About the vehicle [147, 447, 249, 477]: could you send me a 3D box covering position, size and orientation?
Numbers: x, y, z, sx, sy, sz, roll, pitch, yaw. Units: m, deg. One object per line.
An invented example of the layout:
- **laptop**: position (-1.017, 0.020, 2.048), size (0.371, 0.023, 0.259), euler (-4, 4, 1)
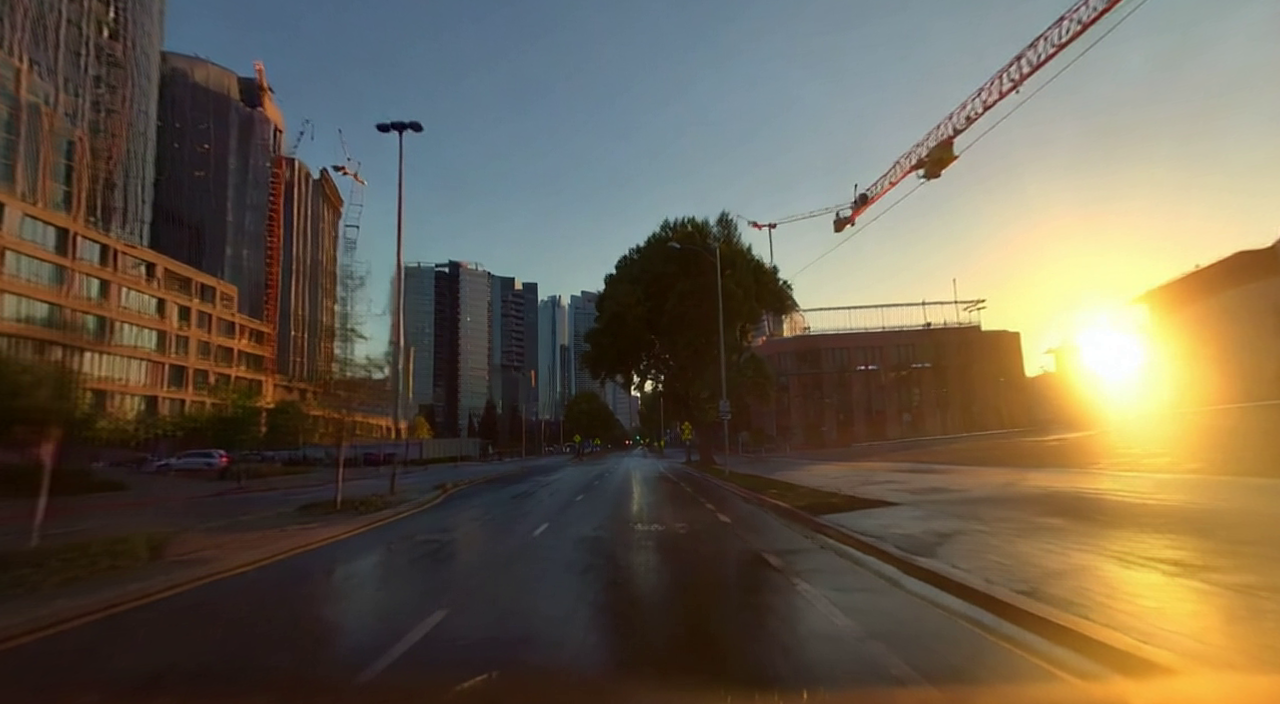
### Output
- **vehicle**: position (-25.422, 6.328, 36.361), size (4.308, 1.612, 1.989), euler (0, -9, -1)

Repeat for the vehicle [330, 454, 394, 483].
- **vehicle**: position (-17.129, 7.179, 39.022), size (1.921, 1.541, 4.541), euler (-1, -8, 0)
